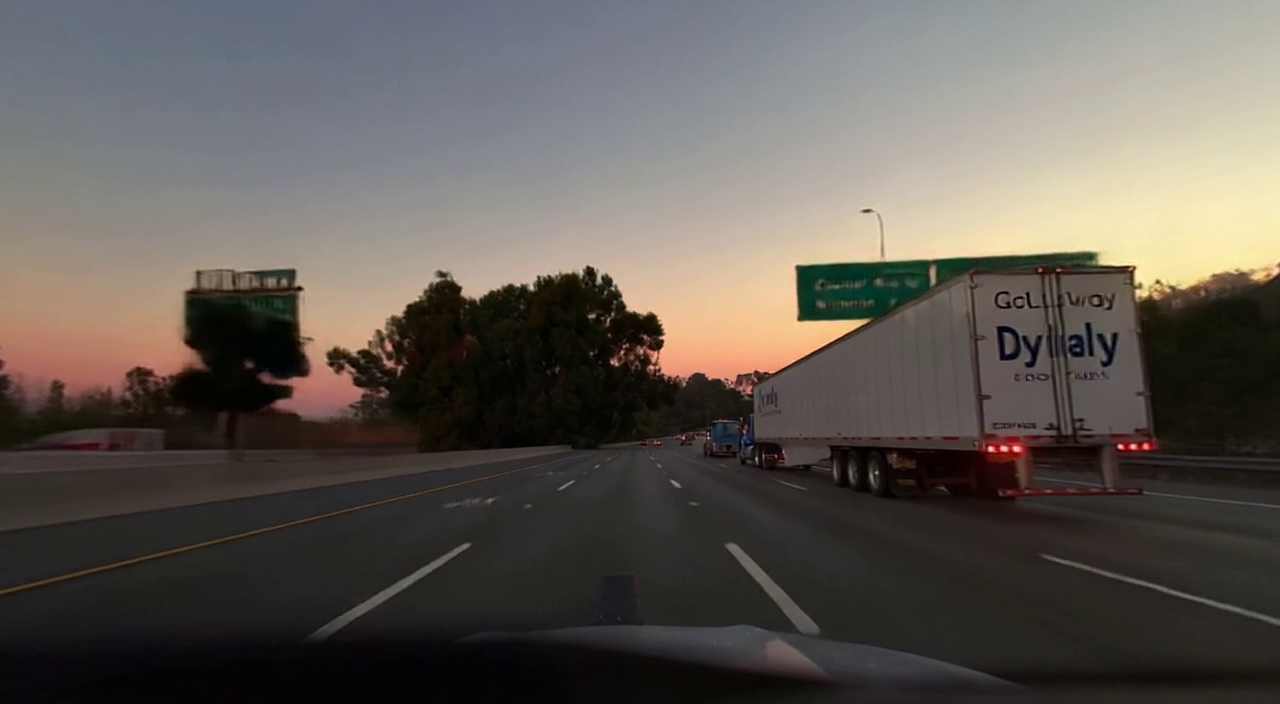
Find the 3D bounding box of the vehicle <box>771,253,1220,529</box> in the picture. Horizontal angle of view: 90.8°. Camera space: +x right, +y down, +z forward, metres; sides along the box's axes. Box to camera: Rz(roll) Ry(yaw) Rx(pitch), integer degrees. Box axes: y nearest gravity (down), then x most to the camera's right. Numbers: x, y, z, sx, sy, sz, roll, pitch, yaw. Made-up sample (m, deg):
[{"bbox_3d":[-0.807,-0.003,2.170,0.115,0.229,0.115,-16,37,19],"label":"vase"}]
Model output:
[{"bbox_3d":[6.662,1.675,17.098,2.962,3.947,16.241,0,-8,1],"label":"vehicle"}]
